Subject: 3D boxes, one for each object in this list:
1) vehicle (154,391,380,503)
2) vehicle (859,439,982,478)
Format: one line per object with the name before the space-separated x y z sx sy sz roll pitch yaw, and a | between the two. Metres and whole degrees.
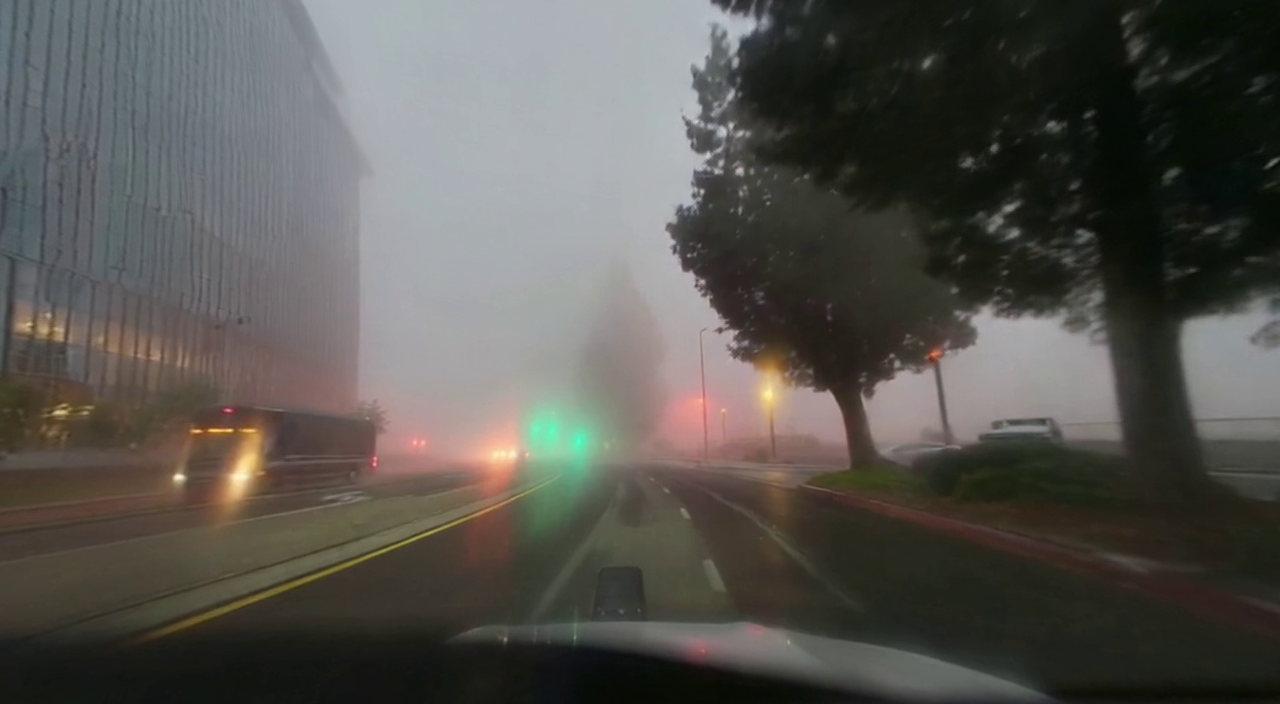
vehicle | -14.372 3.898 25.970 3.052 3.601 10.794 1 -9 -2
vehicle | 12.903 4.934 29.245 4.728 1.696 1.973 0 -9 4
